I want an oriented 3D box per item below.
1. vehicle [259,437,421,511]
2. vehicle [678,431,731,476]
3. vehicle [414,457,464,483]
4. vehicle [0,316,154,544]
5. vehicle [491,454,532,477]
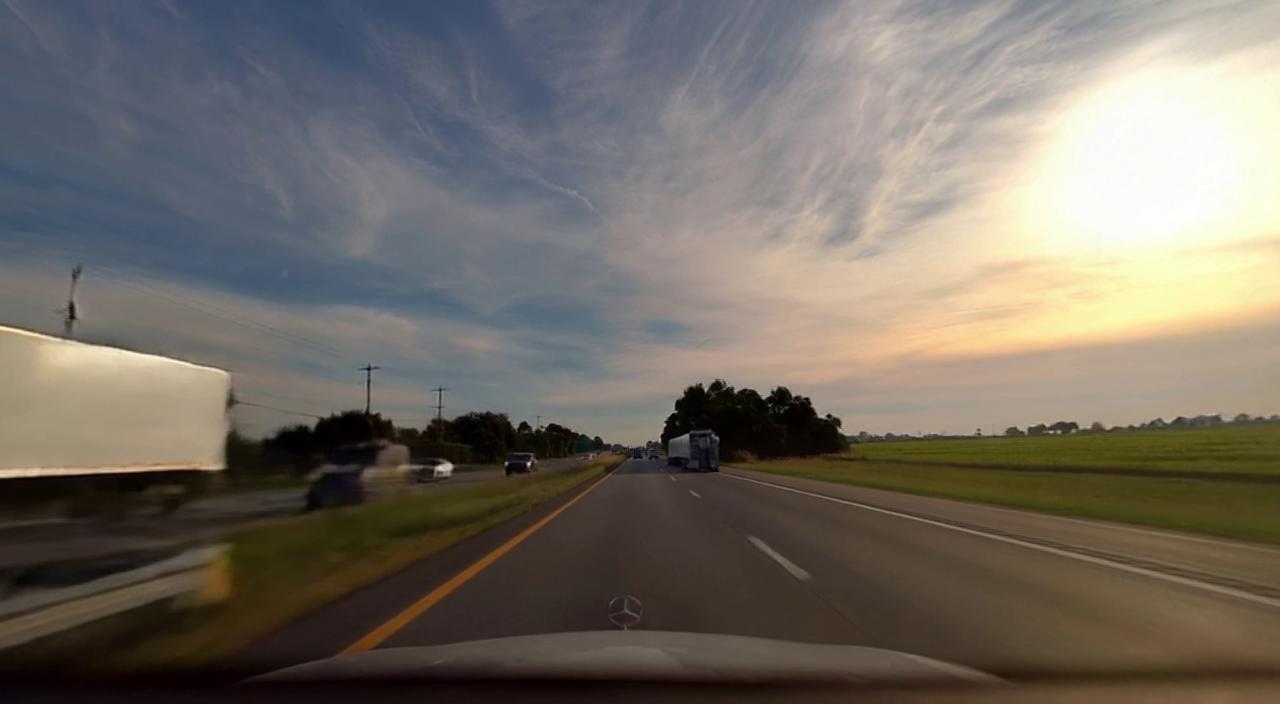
[{"bbox_3d":[-8.507,3.508,18.583,2.140,1.850,5.186,0,-9,1],"label":"vehicle"},{"bbox_3d":[3.843,6.211,38.620,2.472,2.562,5.594,0,-9,-2],"label":"vehicle"},{"bbox_3d":[-12.542,7.363,39.560,1.841,1.447,3.943,0,-9,0],"label":"vehicle"},{"bbox_3d":[-13.229,1.061,9.127,3.428,4.062,11.018,0,-9,1],"label":"vehicle"},{"bbox_3d":[-9.097,8.033,44.847,1.989,1.540,4.178,0,-9,1],"label":"vehicle"}]
